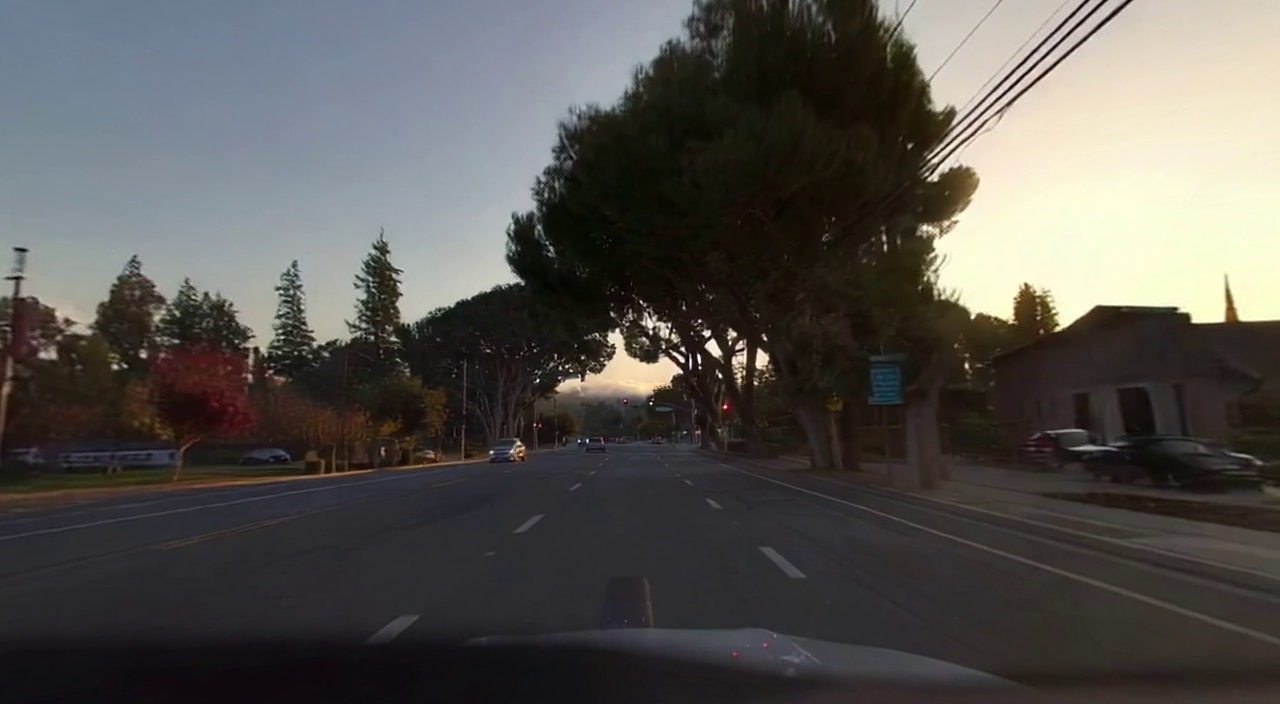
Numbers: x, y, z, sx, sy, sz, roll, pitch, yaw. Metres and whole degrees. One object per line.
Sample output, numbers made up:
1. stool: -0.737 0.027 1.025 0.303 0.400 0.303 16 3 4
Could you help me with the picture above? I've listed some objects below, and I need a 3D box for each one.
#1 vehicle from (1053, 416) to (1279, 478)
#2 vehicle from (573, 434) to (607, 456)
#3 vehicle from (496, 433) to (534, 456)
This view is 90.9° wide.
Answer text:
1. vehicle: 15.046 2.724 18.245 4.625 1.467 1.991 -3 -8 3
2. vehicle: -3.492 6.651 45.099 2.085 1.460 4.516 0 -8 0
3. vehicle: -9.641 7.202 48.857 2.098 1.695 4.475 0 -8 -1
